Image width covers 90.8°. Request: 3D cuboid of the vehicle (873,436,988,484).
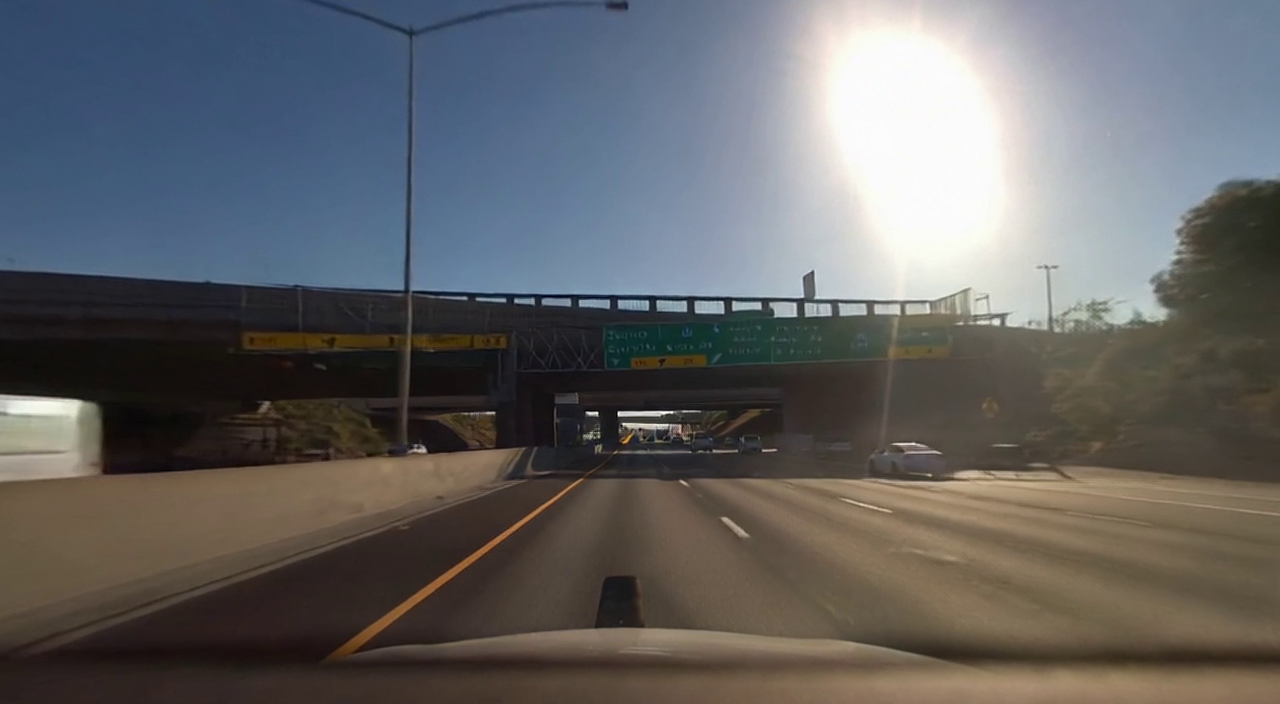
[{"bbox_3d":[9.609,3.579,21.292,1.836,1.418,4.132,0,-8,-1],"label":"vehicle"}]
